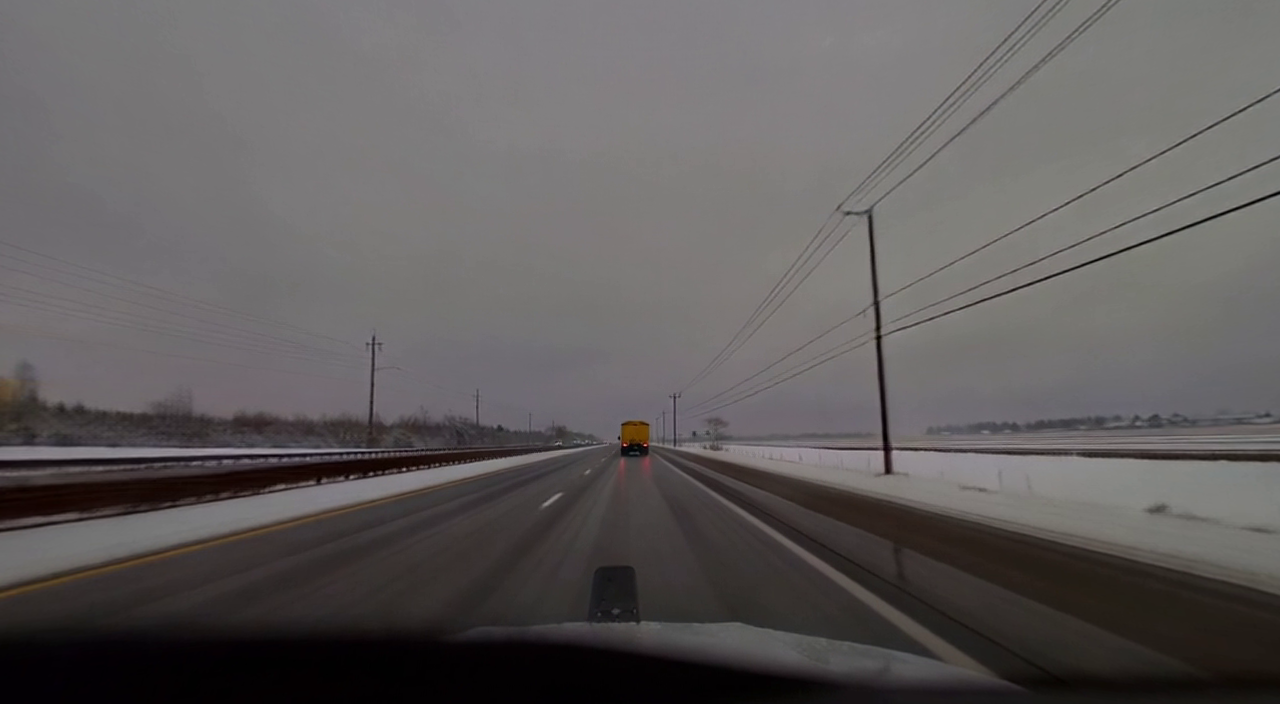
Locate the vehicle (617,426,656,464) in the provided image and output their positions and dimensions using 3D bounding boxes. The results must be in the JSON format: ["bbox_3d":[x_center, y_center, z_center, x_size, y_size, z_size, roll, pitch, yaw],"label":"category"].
[{"bbox_3d":[-0.266,5.726,38.770,2.240,2.129,4.480,0,-8,-2],"label":"vehicle"}]
